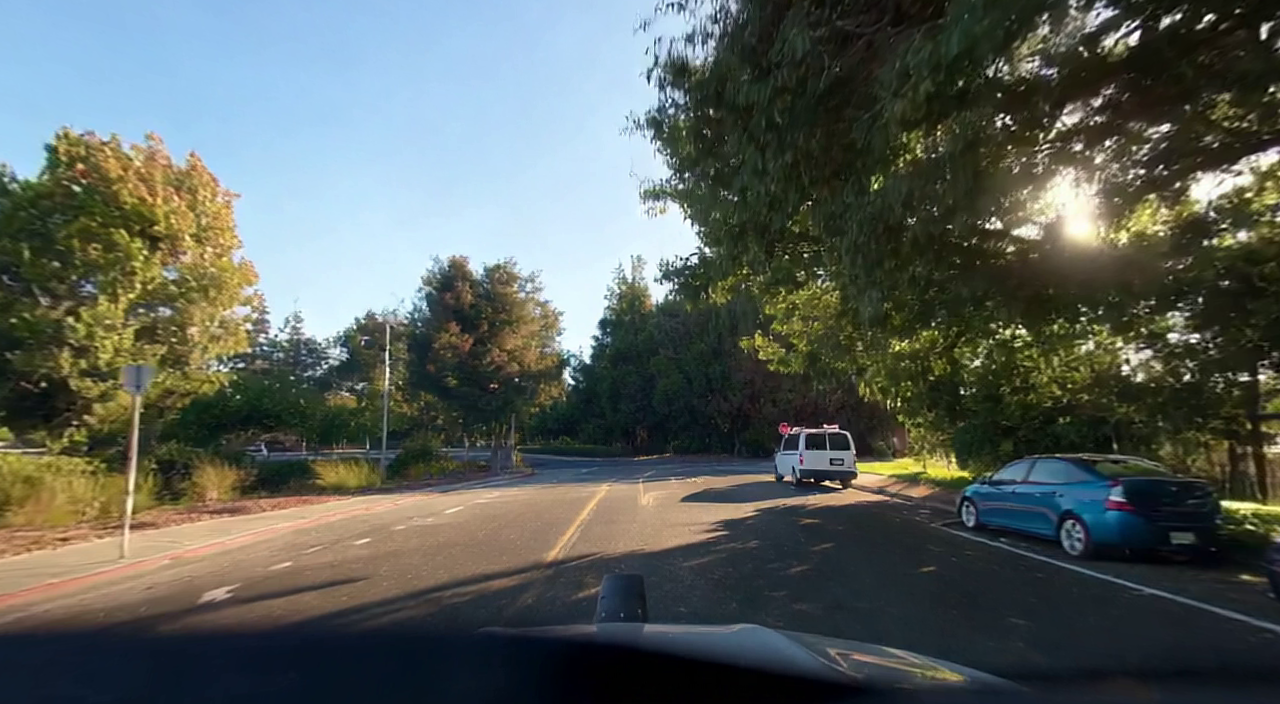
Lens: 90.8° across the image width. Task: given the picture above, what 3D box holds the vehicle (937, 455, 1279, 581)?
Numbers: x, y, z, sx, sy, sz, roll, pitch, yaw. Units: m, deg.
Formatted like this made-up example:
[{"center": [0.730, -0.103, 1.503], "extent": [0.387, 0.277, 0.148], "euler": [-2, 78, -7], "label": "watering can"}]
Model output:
[{"center": [6.176, 2.154, 9.005], "extent": [1.970, 1.269, 4.199], "euler": [0, -8, 2], "label": "vehicle"}]

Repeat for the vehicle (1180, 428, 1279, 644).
[{"center": [5.567, 1.060, 2.760], "extent": [2.135, 1.533, 5.038], "euler": [0, -8, 3], "label": "vehicle"}]

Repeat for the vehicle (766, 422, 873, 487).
[{"center": [6.943, 4.068, 25.386], "extent": [2.659, 2.245, 5.991], "euler": [0, -8, 1], "label": "vehicle"}]
